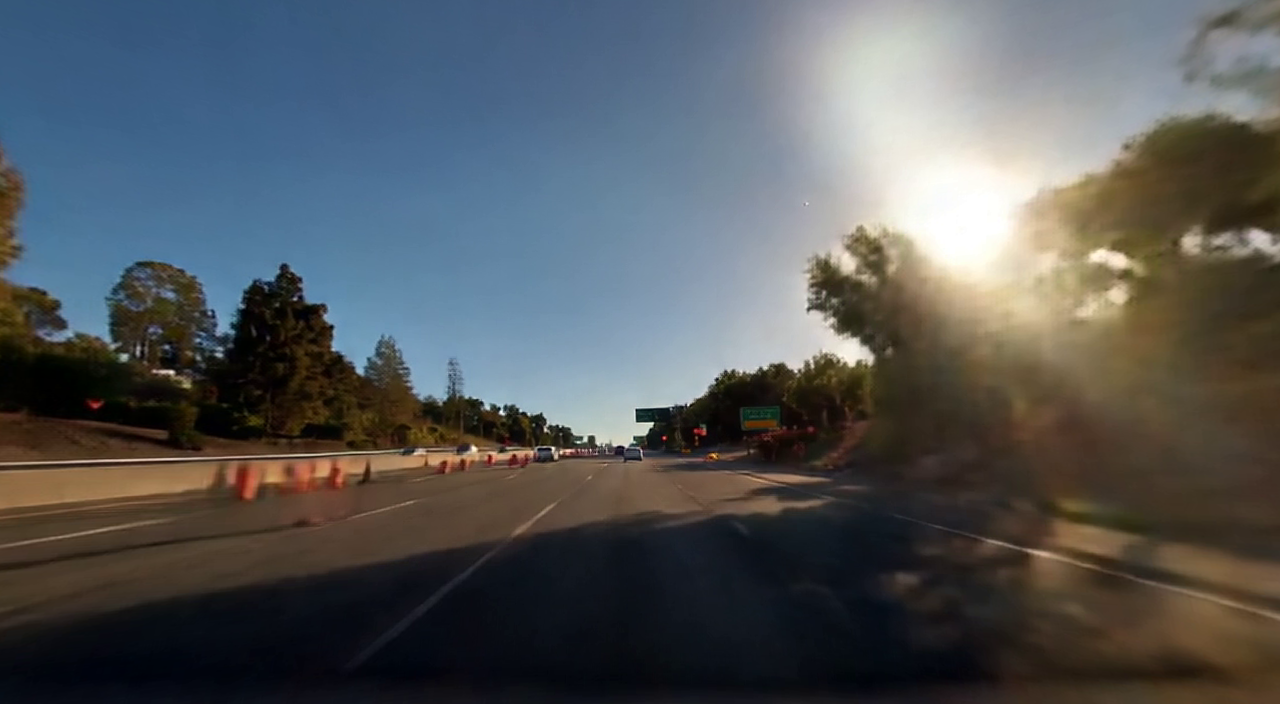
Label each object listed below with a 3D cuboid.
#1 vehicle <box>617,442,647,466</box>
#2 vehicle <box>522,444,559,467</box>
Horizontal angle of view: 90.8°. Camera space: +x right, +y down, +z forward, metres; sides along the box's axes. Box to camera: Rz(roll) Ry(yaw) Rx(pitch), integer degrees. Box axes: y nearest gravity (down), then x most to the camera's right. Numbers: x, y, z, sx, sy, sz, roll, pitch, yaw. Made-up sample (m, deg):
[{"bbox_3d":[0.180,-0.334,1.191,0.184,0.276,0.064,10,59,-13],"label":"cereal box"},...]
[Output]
[{"bbox_3d":[-0.580,7.352,45.664,2.109,1.638,3.856,0,-9,-1],"label":"vehicle"},{"bbox_3d":[-6.971,7.311,44.727,1.997,1.507,4.248,0,-9,0],"label":"vehicle"}]
